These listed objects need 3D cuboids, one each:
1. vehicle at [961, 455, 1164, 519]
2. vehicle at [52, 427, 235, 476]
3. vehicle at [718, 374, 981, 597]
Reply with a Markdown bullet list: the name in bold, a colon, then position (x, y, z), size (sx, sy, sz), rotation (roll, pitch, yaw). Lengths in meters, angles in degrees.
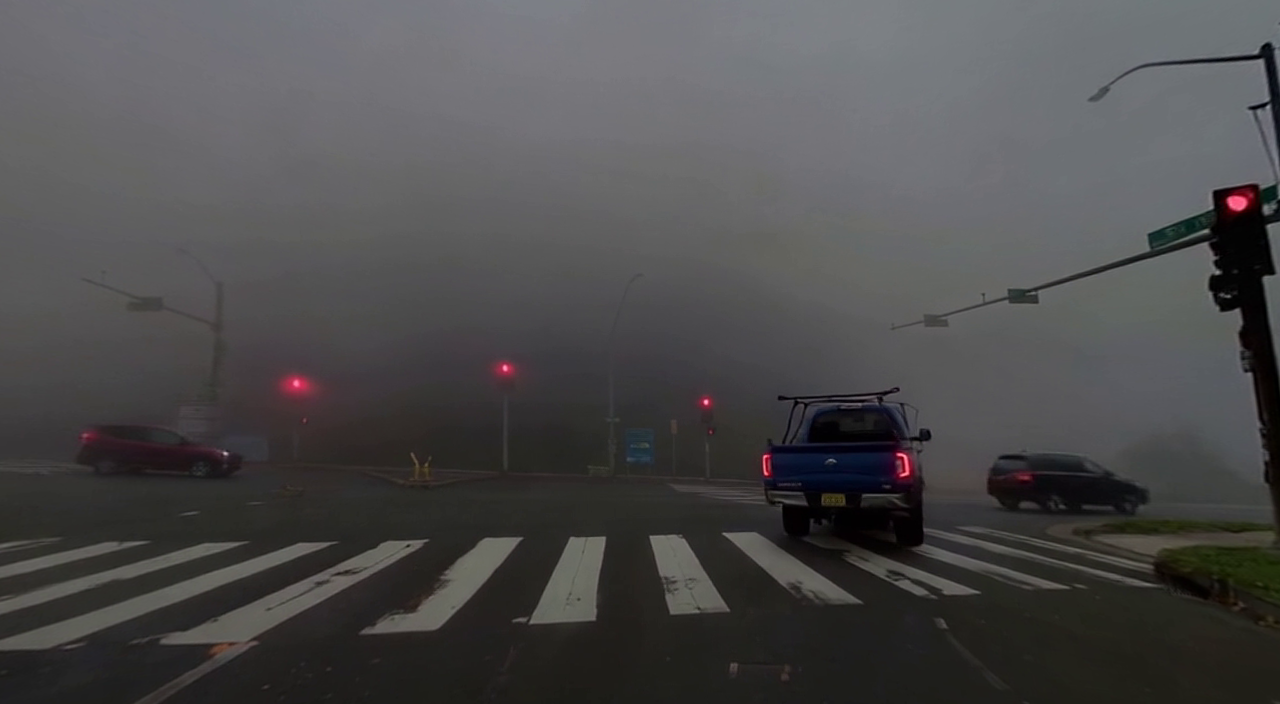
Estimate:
- **vehicle**: position (12.453, 3.961, 18.766), size (4.695, 1.729, 2.067), rotation (1, -9, -7)
- **vehicle**: position (-17.201, 3.482, 22.082), size (4.750, 1.525, 1.964), rotation (7, -11, -39)
- **vehicle**: position (3.407, 1.915, 10.171), size (2.851, 2.400, 5.978), rotation (-3, -9, 21)
